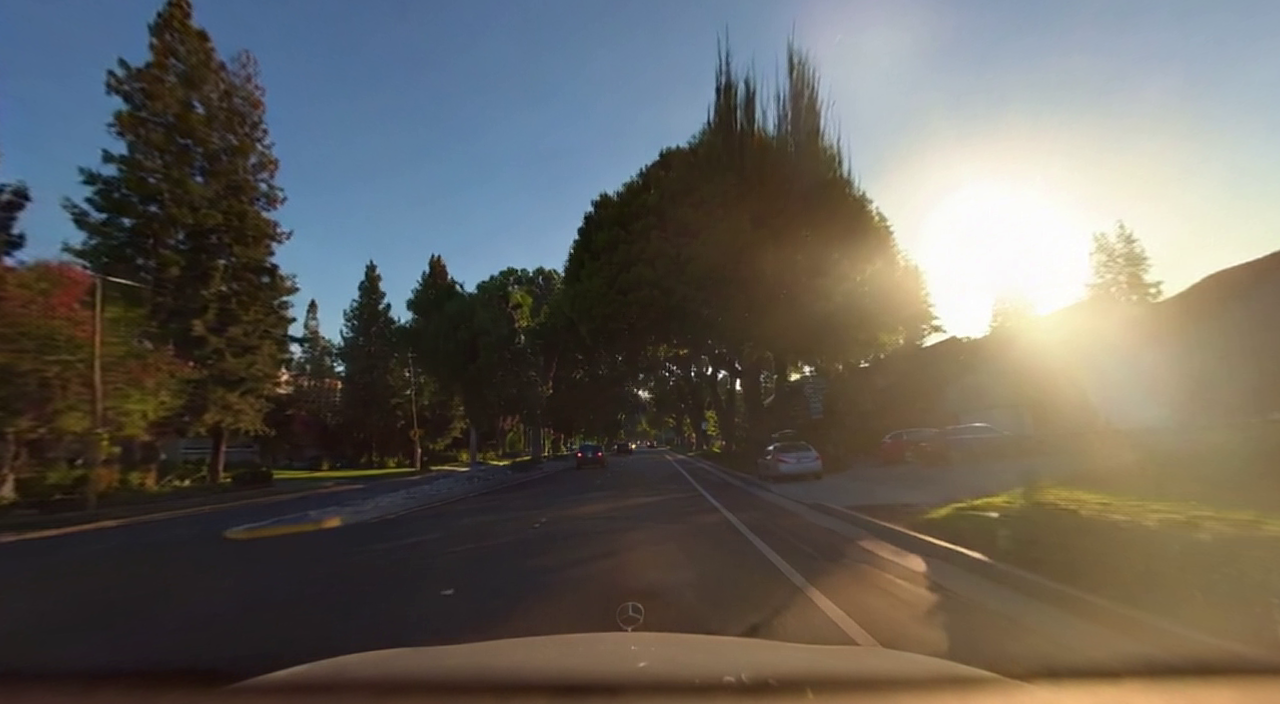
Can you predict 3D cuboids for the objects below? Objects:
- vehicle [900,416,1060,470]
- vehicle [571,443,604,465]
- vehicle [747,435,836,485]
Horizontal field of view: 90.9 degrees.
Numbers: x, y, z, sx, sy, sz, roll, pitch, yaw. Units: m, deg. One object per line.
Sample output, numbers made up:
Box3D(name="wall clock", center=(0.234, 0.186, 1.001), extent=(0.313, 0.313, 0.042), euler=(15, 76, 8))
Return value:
Box3D(name="vehicle", center=(10.950, 2.977, 20.590), extent=(4.037, 1.673, 1.983), euler=(0, -9, 3))
Box3D(name="vehicle", center=(-3.625, 7.165, 44.366), extent=(1.973, 1.400, 3.915), euler=(0, -9, 1))
Box3D(name="vehicle", center=(5.168, 3.764, 22.187), extent=(1.995, 1.546, 4.474), euler=(0, -9, 0))
